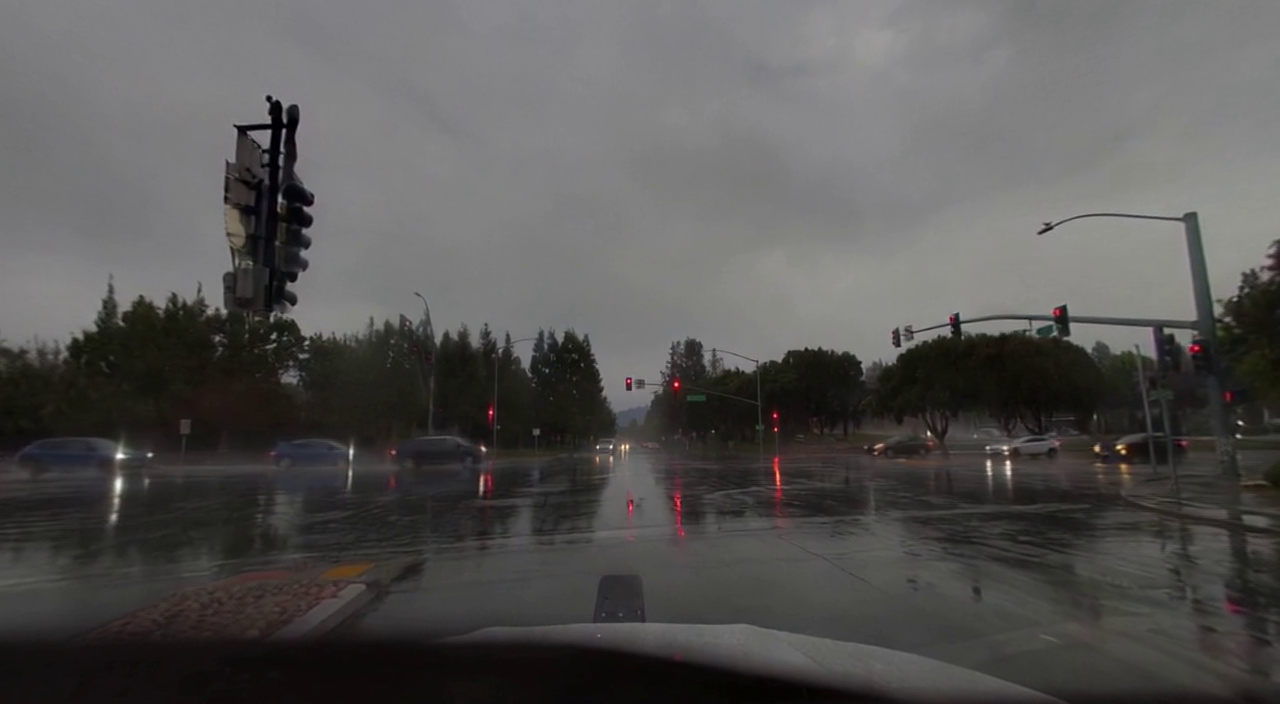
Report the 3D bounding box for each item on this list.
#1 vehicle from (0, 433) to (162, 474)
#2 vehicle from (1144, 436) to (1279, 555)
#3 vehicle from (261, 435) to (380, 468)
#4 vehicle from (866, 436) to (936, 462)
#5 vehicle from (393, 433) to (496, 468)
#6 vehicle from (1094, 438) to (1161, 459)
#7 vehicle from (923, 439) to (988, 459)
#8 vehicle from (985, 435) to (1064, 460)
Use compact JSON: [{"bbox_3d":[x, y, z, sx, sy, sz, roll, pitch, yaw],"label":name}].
[{"bbox_3d":[-21.824,3.912,24.444,4.849,1.476,1.935,3,-9,-18],"label":"vehicle"},{"bbox_3d":[9.228,1.874,7.887,1.993,1.505,4.721,4,-9,0],"label":"vehicle"},{"bbox_3d":[-15.361,4.775,30.476,4.912,1.485,1.922,5,-10,-29],"label":"vehicle"},{"bbox_3d":[15.675,5.823,37.839,4.516,1.468,1.962,7,-11,-40],"label":"vehicle"},{"bbox_3d":[-9.347,4.721,30.356,4.331,1.544,1.896,5,-10,-32],"label":"vehicle"},{"bbox_3d":[35.919,7.090,46.563,4.533,1.471,1.772,4,-9,-22],"label":"vehicle"},{"bbox_3d":[24.070,7.392,48.203,4.352,1.456,1.794,3,-9,-19],"label":"vehicle"},{"bbox_3d":[26.169,6.504,43.019,4.481,1.561,2.001,3,-9,-16],"label":"vehicle"}]
